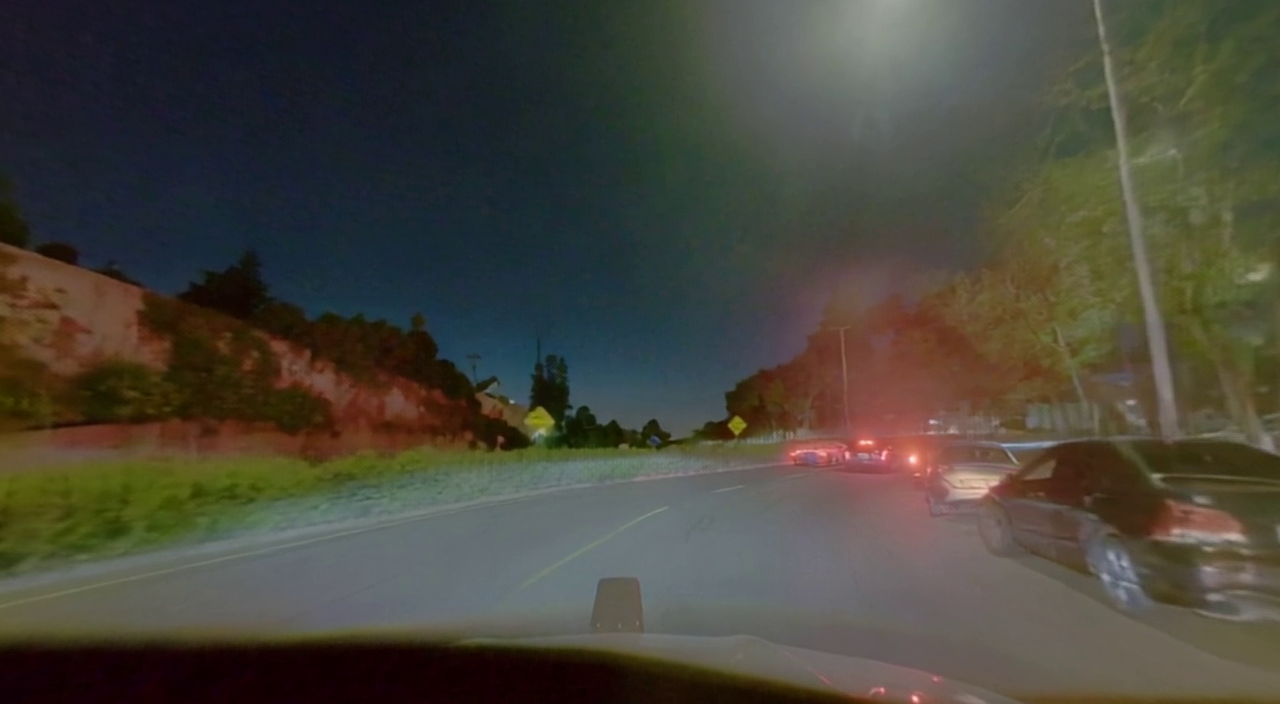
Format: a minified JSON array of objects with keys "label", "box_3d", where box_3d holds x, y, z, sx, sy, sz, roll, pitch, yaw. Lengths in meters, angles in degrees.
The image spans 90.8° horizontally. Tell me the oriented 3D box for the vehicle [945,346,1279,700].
[{"label":"vehicle","box_3d":[4.538,1.190,5.456,2.269,1.841,4.569,-2,-9,11]}]
